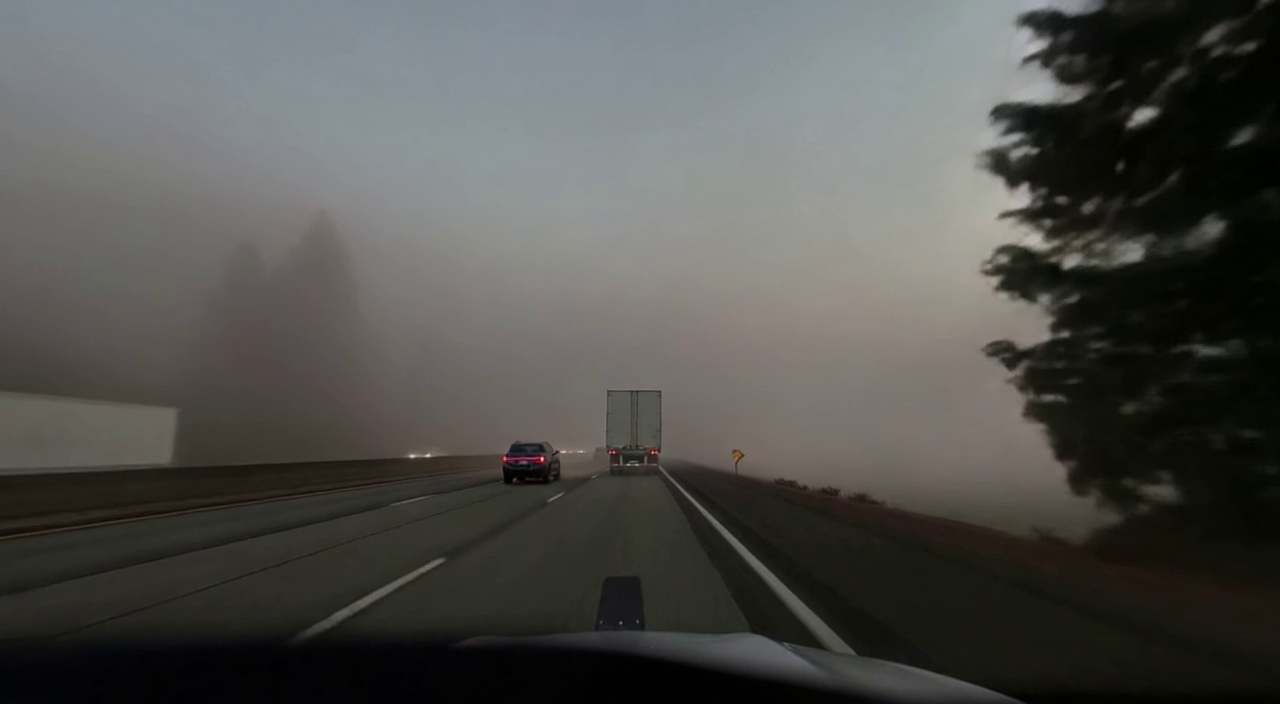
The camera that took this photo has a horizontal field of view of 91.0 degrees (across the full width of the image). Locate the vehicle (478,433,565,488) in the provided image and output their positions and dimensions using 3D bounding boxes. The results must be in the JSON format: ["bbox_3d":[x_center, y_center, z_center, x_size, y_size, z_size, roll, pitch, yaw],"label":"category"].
[{"bbox_3d":[-4.304,4.066,23.835,2.285,1.833,4.984,0,-9,1],"label":"vehicle"}]

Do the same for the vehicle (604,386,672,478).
[{"bbox_3d":[-0.094,4.472,34.396,3.052,4.132,11.336,0,-9,0],"label":"vehicle"}]

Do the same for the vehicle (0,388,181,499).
[{"bbox_3d":[-26.039,3.661,25.144,2.926,4.189,16.364,0,-9,1],"label":"vehicle"}]
